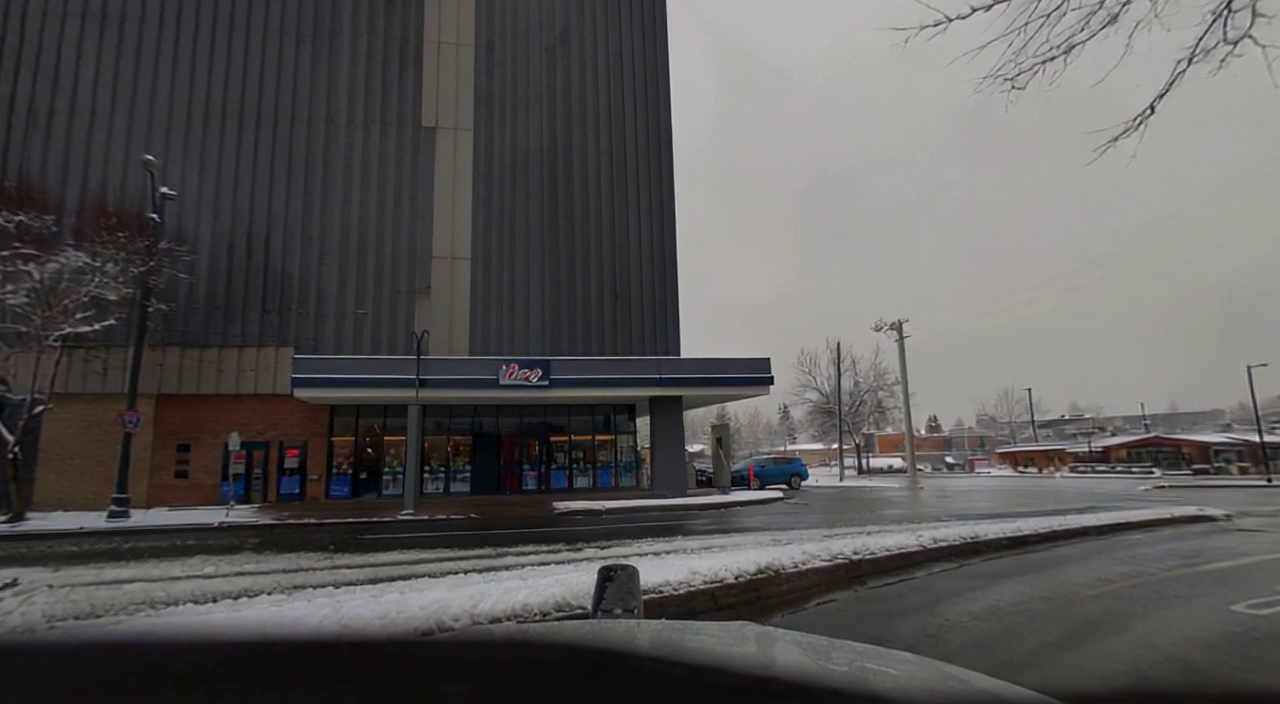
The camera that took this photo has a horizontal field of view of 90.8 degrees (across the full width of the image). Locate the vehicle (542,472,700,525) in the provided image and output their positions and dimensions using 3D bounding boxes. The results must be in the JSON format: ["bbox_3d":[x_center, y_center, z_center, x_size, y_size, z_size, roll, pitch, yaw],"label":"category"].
[{"bbox_3d":[-0.567,4.637,20.298,4.782,1.371,1.763,4,-10,-27],"label":"vehicle"}]

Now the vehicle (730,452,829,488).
[{"bbox_3d":[10.296,8.649,46.399,7.026,2.329,2.545,5,-7,-25],"label":"vehicle"}]

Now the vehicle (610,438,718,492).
[{"bbox_3d":[1.357,6.414,35.860,5.524,2.504,2.196,8,-8,-22],"label":"vehicle"}]
